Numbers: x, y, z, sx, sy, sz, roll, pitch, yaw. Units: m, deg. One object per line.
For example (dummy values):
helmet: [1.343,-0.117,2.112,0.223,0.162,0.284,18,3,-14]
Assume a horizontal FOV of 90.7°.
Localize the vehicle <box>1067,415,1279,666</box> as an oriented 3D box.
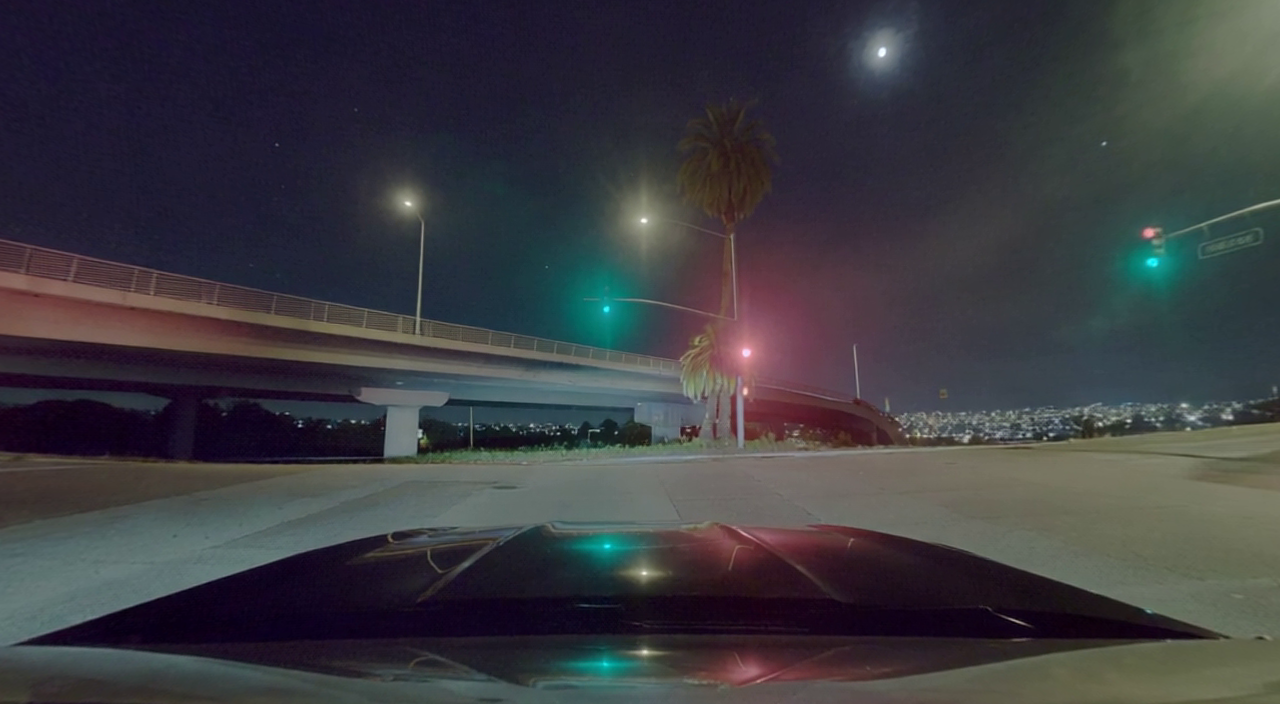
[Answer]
vehicle: [4.845,1.152,3.959,1.959,1.485,4.628,-2,-9,13]
